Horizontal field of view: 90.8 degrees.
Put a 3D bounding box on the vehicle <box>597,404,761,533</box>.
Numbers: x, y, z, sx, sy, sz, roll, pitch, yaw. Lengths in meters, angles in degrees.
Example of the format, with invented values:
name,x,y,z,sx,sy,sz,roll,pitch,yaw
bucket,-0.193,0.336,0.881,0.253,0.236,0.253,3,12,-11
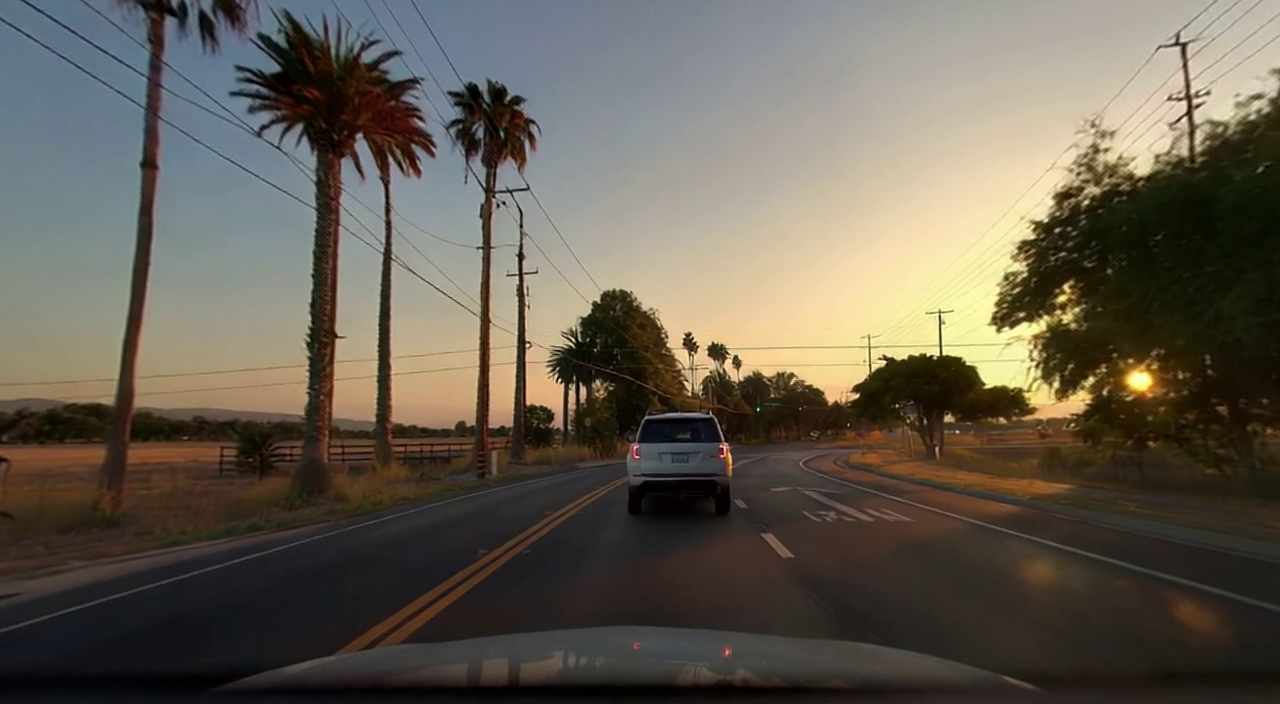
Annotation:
name,x,y,z,sx,sy,sz,roll,pitch,yaw
vehicle,0.605,2.027,11.499,2.364,1.859,4.538,0,-9,1
